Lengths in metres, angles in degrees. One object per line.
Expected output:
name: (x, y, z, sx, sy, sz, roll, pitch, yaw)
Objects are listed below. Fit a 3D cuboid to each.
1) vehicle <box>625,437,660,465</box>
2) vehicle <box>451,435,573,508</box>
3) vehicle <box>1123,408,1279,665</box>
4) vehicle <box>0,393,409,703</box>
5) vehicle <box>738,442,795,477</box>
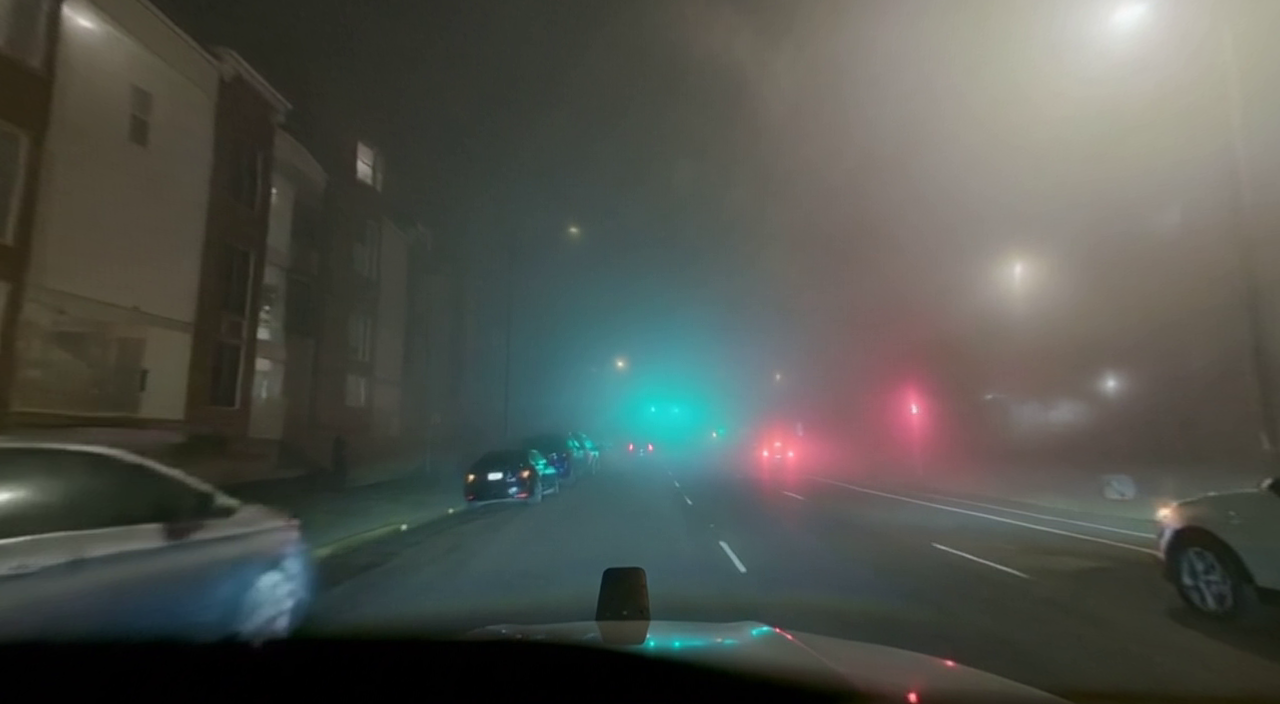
vehicle: (0.197, 6.294, 40.301, 2.122, 1.689, 3.885, 0, -8, 1)
vehicle: (-2.857, 2.776, 15.098, 1.843, 1.482, 4.310, -1, -8, 3)
vehicle: (4.981, 1.027, 3.074, 1.891, 1.599, 4.173, 0, -8, 0)
vehicle: (-3.079, 0.998, 2.815, 2.040, 1.478, 5.097, 0, -8, 2)
vehicle: (5.627, 4.813, 28.515, 1.799, 1.463, 3.464, 0, -8, -1)
